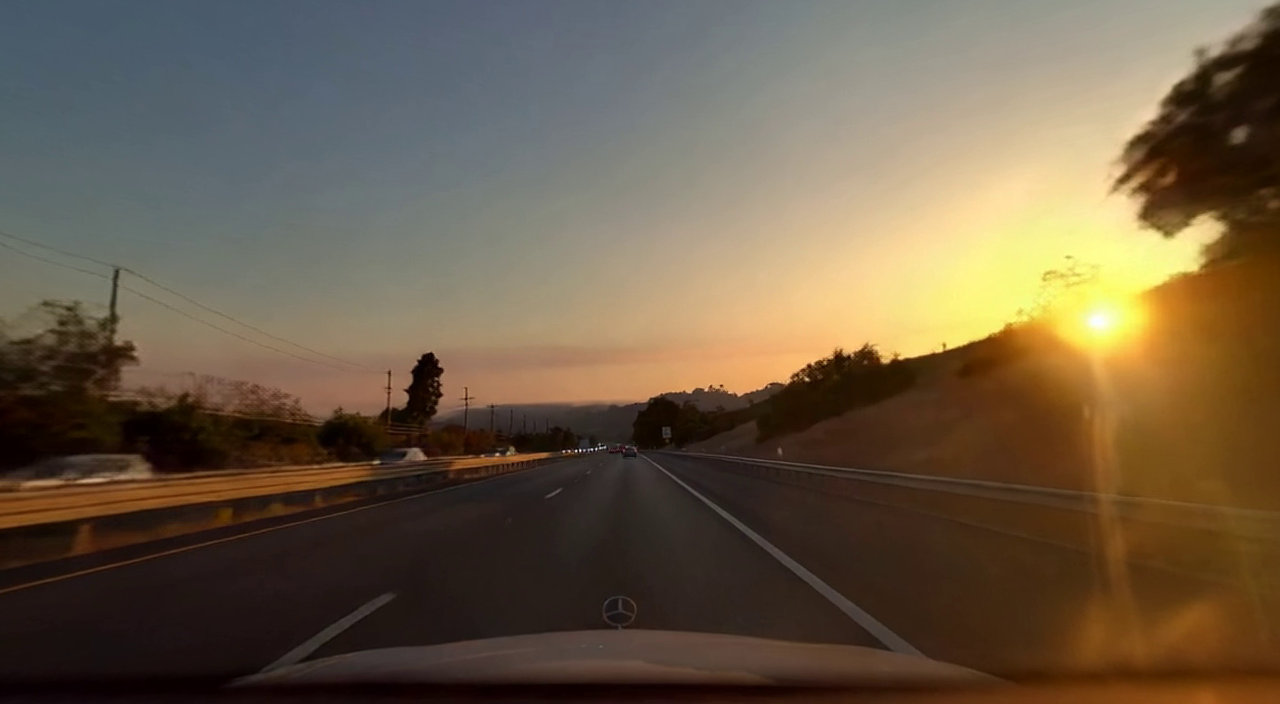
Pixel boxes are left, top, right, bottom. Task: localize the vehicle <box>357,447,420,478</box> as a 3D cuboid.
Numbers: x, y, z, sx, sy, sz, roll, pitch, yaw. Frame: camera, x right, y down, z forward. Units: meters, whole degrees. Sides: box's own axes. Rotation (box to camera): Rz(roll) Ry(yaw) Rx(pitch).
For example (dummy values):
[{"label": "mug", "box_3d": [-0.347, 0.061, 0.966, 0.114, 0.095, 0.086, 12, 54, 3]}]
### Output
[{"label": "vehicle", "box_3d": [-13.640, 5.970, 34.212, 1.878, 1.552, 4.120, 0, -9, -2]}]
